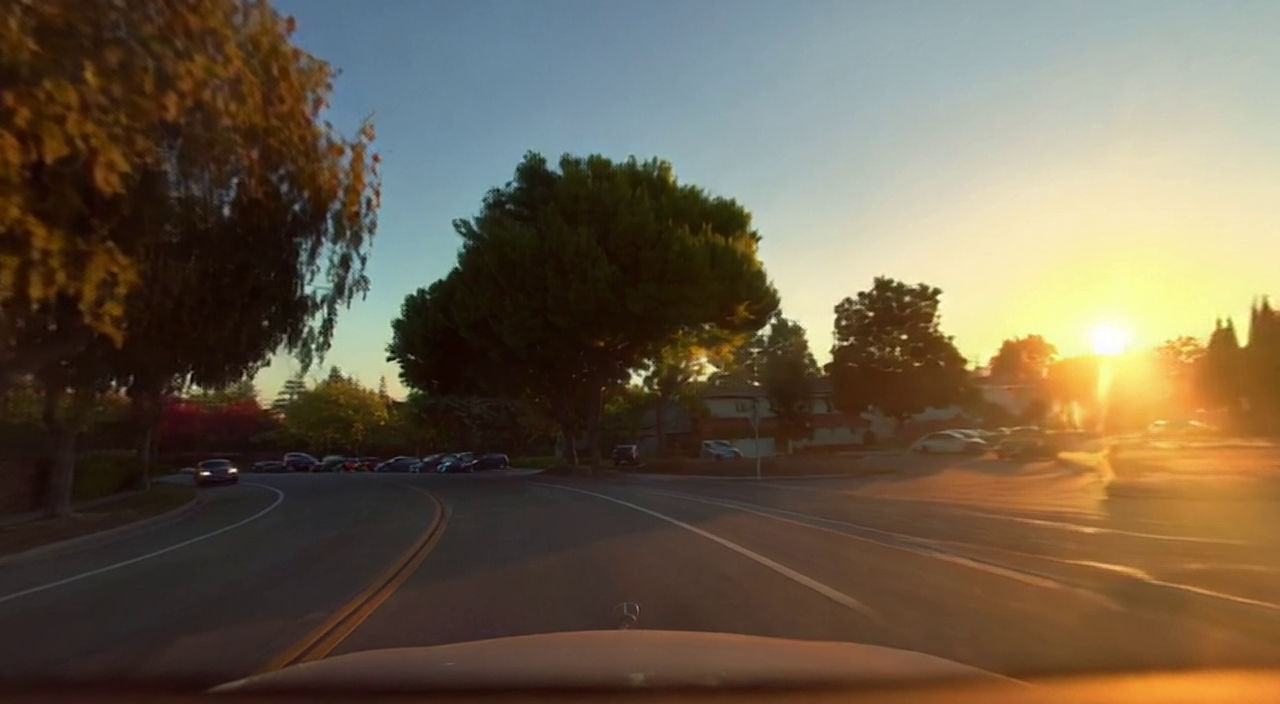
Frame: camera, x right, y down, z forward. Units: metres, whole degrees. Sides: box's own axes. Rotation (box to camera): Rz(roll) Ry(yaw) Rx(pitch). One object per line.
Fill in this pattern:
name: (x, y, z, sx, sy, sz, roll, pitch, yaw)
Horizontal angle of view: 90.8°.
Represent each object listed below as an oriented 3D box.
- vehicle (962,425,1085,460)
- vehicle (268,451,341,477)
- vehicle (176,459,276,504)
vehicle: (17.491, 4.174, 29.036, 4.462, 1.474, 1.765, -3, -9, 18)
vehicle: (-25.670, 8.510, 48.309, 5.202, 1.817, 2.042, -4, -9, 25)
vehicle: (-15.707, 4.842, 24.224, 2.772, 1.161, 7.241, 1, -8, -32)
